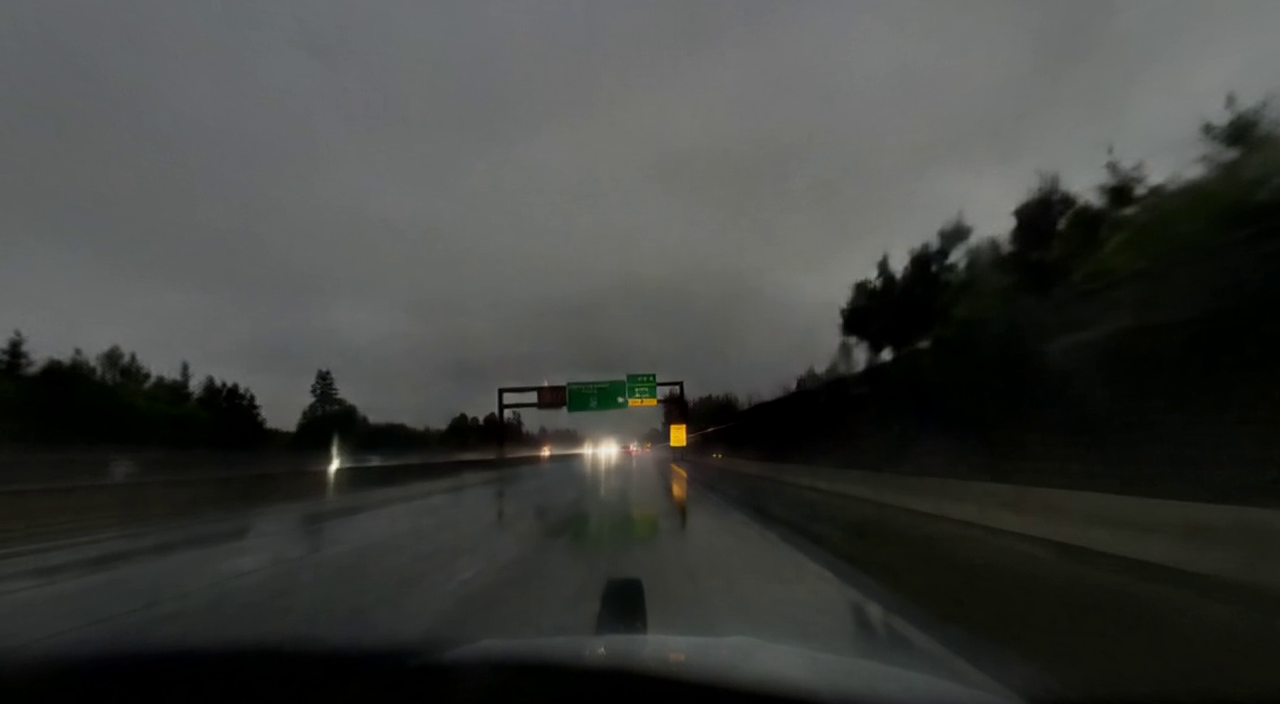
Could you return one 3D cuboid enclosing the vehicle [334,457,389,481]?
[{"bbox_3d":[-18.737,7.877,42.600,1.854,1.464,3.924,0,-9,0],"label":"vehicle"}]
